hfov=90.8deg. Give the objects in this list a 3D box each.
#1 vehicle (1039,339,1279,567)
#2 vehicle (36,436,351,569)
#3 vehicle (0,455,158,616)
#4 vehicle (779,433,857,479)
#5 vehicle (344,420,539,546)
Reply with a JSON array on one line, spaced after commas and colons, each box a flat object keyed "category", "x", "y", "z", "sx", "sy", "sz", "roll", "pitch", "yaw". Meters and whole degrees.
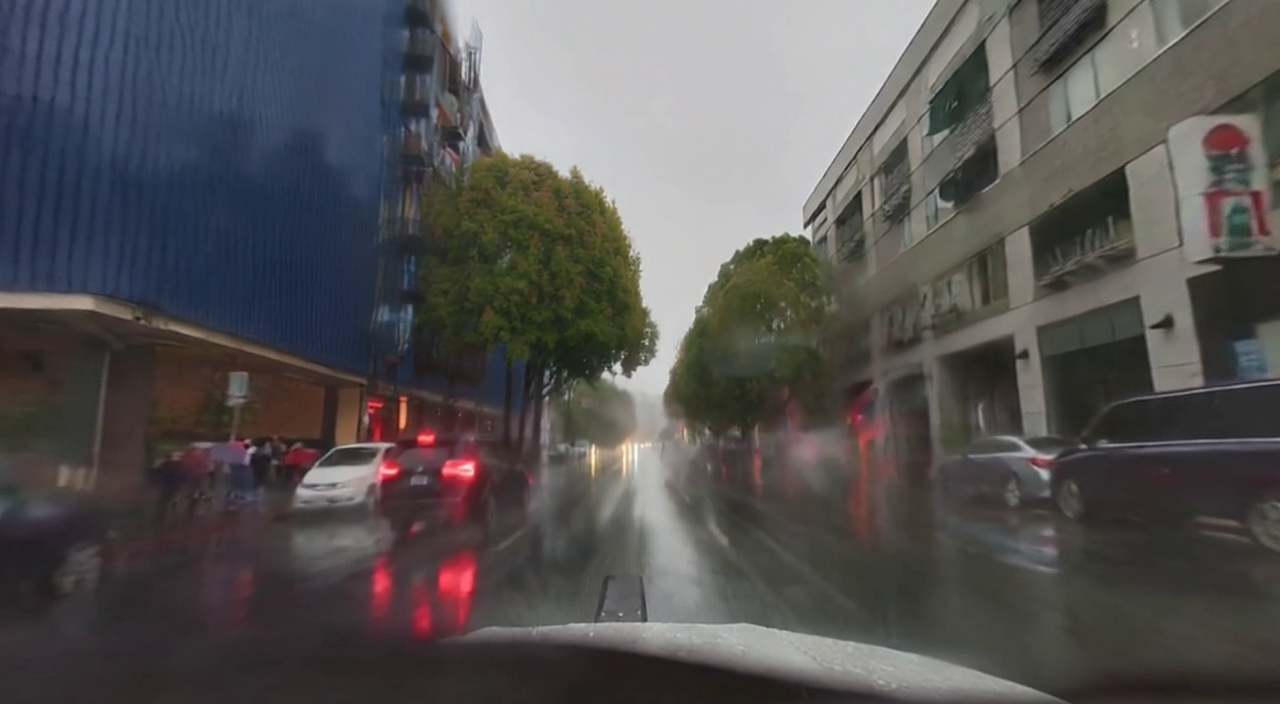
[{"category": "vehicle", "x": 9.114, "y": 1.519, "z": 9.626, "sx": 2.285, "sy": 2.778, "sz": 5.847, "roll": -1, "pitch": -9, "yaw": 2}, {"category": "vehicle", "x": -7.066, "y": 2.373, "z": 10.910, "sx": 1.860, "sy": 1.723, "sz": 4.950, "roll": -1, "pitch": -9, "yaw": -1}, {"category": "vehicle", "x": -6.902, "y": 1.698, "z": 5.623, "sx": 1.806, "sy": 1.466, "sz": 4.373, "roll": -1, "pitch": -9, "yaw": -1}, {"category": "vehicle", "x": 9.050, "y": 5.375, "z": 32.753, "sx": 2.249, "sy": 2.117, "sz": 5.743, "roll": -1, "pitch": -9, "yaw": 0}, {"category": "vehicle", "x": -3.181, "y": 2.204, "z": 11.244, "sx": 2.002, "sy": 1.756, "sz": 4.366, "roll": -1, "pitch": -9, "yaw": 1}]
